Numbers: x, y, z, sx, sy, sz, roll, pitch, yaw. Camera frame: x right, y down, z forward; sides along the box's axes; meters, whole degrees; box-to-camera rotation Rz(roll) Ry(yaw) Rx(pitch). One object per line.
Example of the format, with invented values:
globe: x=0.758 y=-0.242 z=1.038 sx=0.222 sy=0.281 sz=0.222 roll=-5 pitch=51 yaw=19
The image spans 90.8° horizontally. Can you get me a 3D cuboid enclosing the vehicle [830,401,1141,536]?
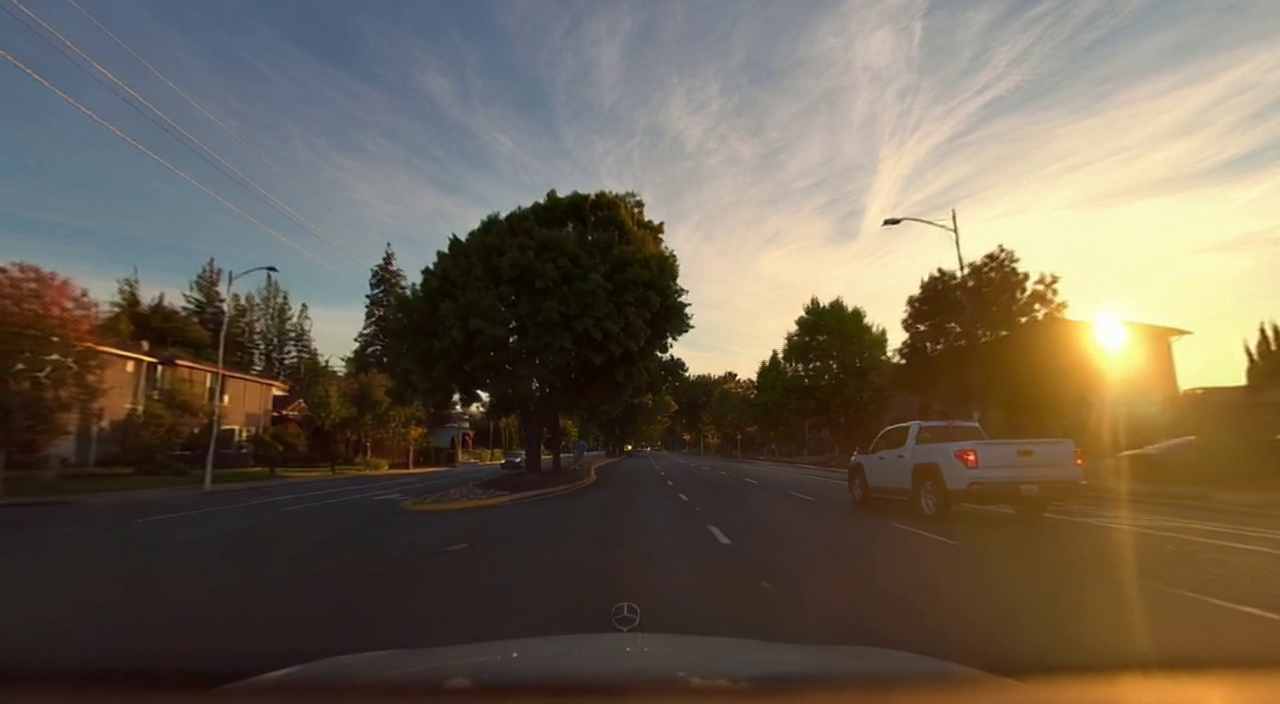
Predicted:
vehicle: x=5.985 y=2.177 z=12.352 sx=2.493 sy=1.956 sz=6.125 roll=0 pitch=-9 yaw=-1
